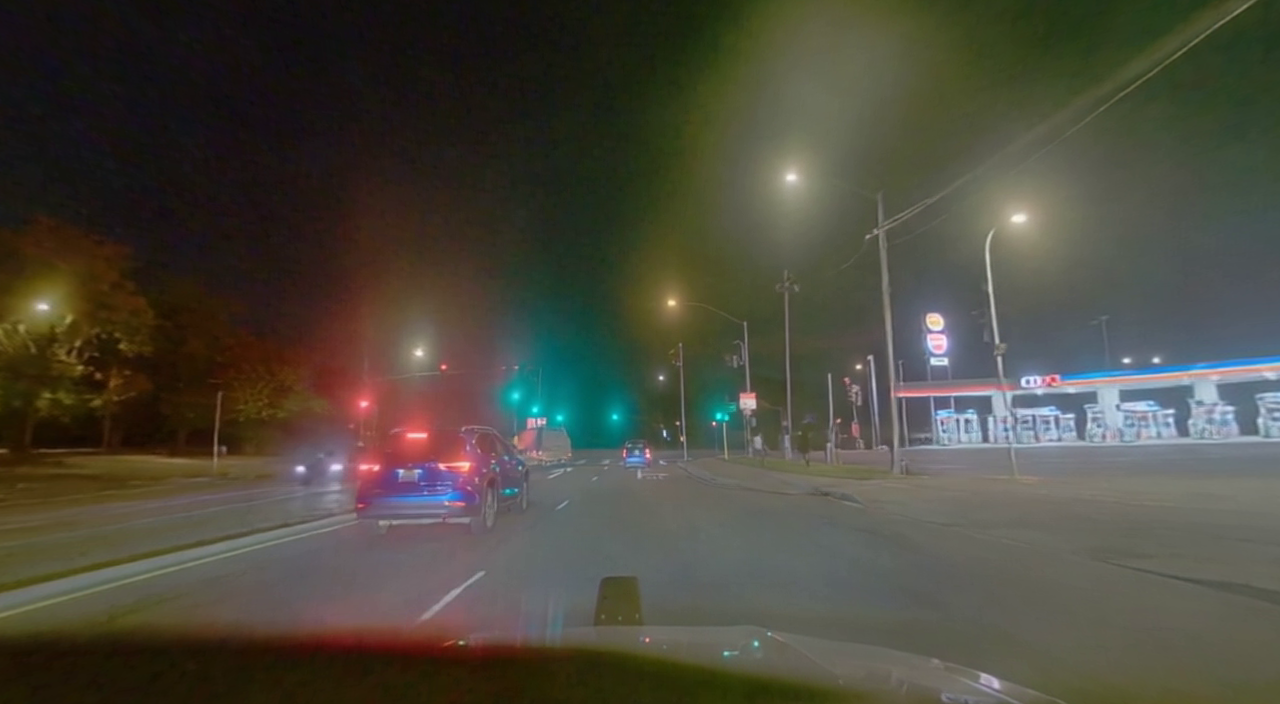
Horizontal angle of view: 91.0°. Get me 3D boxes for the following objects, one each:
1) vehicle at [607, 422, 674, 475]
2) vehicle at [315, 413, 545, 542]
[{"bbox_3d":[-0.065,4.099,26.914,2.552,1.999,5.498,0,-8,-2],"label":"vehicle"},{"bbox_3d":[-3.233,2.075,11.062,2.247,1.734,4.919,0,-8,1],"label":"vehicle"}]
